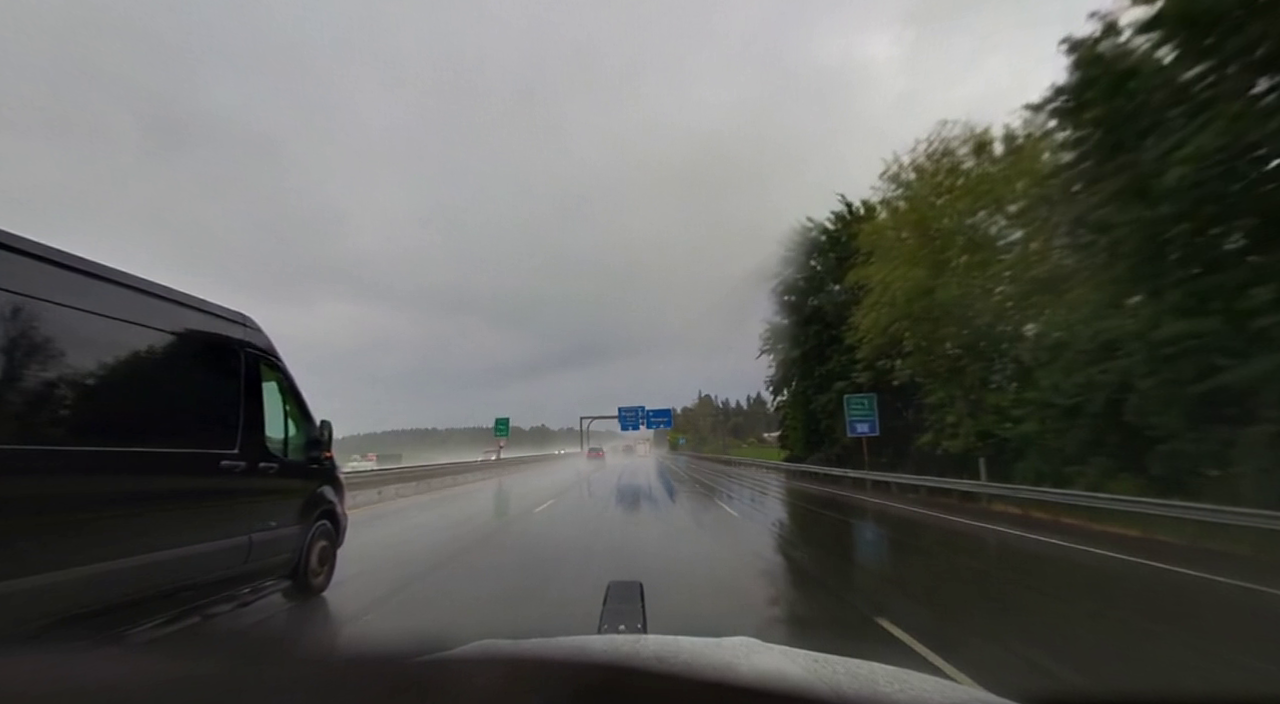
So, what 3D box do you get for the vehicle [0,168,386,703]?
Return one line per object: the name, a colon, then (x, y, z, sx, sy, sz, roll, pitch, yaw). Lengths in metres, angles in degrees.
vehicle: (-4.108, 0.612, 3.727, 2.320, 2.636, 7.021, 0, -9, -1)
